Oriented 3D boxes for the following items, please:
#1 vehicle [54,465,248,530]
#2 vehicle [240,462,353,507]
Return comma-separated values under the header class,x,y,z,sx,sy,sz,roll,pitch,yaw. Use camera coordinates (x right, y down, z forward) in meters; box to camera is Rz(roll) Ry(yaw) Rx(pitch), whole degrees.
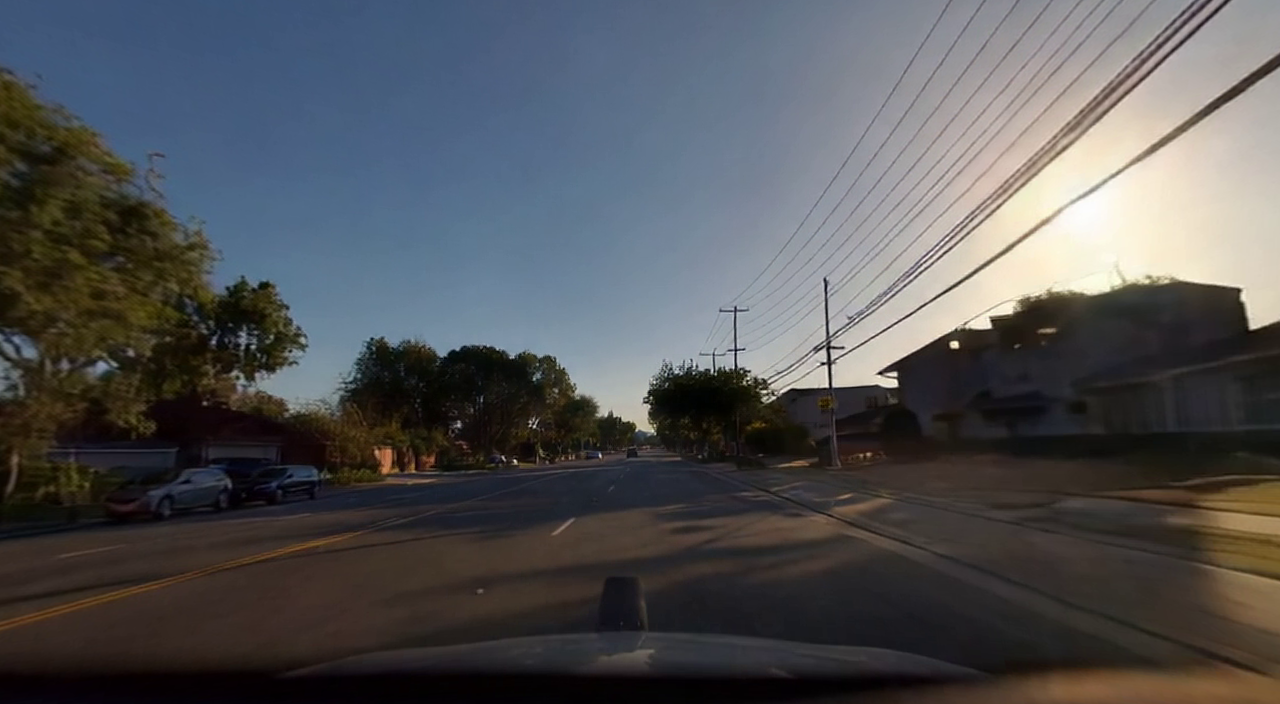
class,x,y,z,sx,sy,sz,roll,pitch,yaw
vehicle,-13.675,4.043,18.085,1.936,1.489,4.311,-1,-9,3
vehicle,-13.437,5.196,25.072,1.863,1.481,4.363,-3,-9,3
